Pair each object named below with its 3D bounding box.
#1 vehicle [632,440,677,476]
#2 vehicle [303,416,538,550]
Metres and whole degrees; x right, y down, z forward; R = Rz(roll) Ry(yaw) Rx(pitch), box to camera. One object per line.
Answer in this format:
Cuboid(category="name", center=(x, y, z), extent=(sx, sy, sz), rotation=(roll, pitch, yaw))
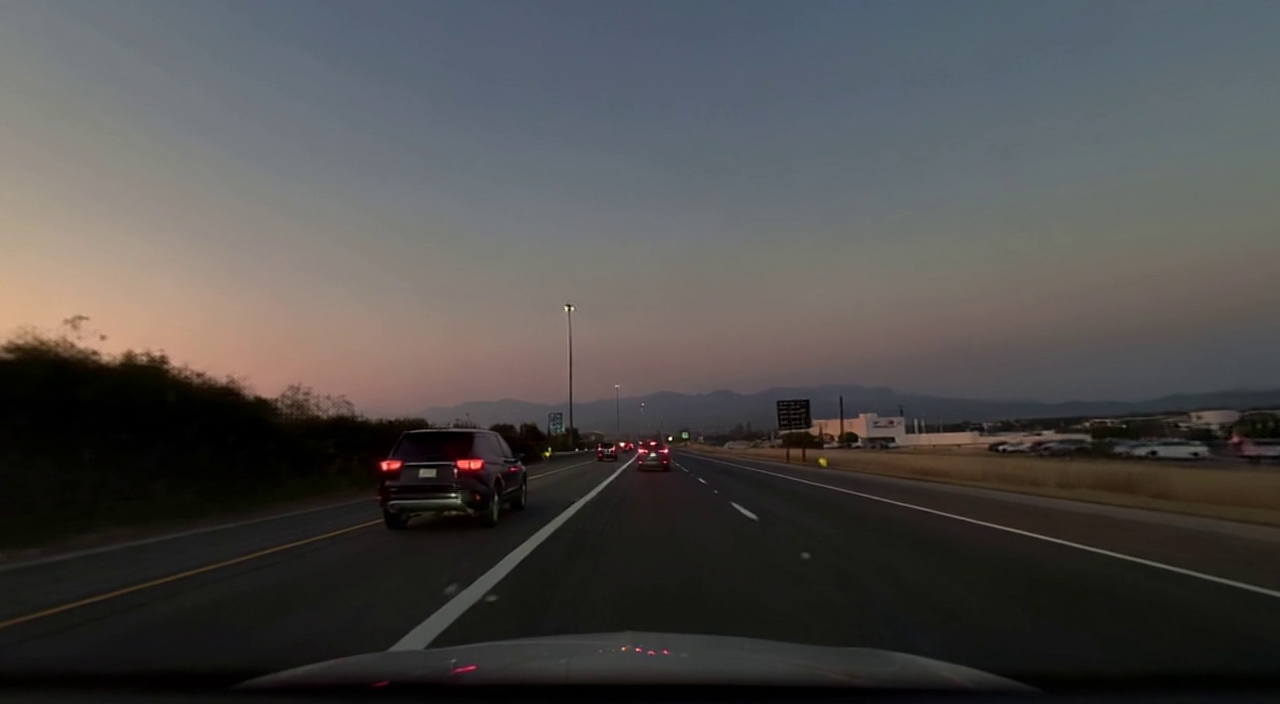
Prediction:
Cuboid(category="vehicle", center=(0.660, 4.986, 29.892), extent=(2.000, 1.558, 3.945), rotation=(0, -8, 0))
Cuboid(category="vehicle", center=(-3.293, 2.087, 10.751), extent=(2.239, 1.761, 4.620), rotation=(0, -8, 2))
